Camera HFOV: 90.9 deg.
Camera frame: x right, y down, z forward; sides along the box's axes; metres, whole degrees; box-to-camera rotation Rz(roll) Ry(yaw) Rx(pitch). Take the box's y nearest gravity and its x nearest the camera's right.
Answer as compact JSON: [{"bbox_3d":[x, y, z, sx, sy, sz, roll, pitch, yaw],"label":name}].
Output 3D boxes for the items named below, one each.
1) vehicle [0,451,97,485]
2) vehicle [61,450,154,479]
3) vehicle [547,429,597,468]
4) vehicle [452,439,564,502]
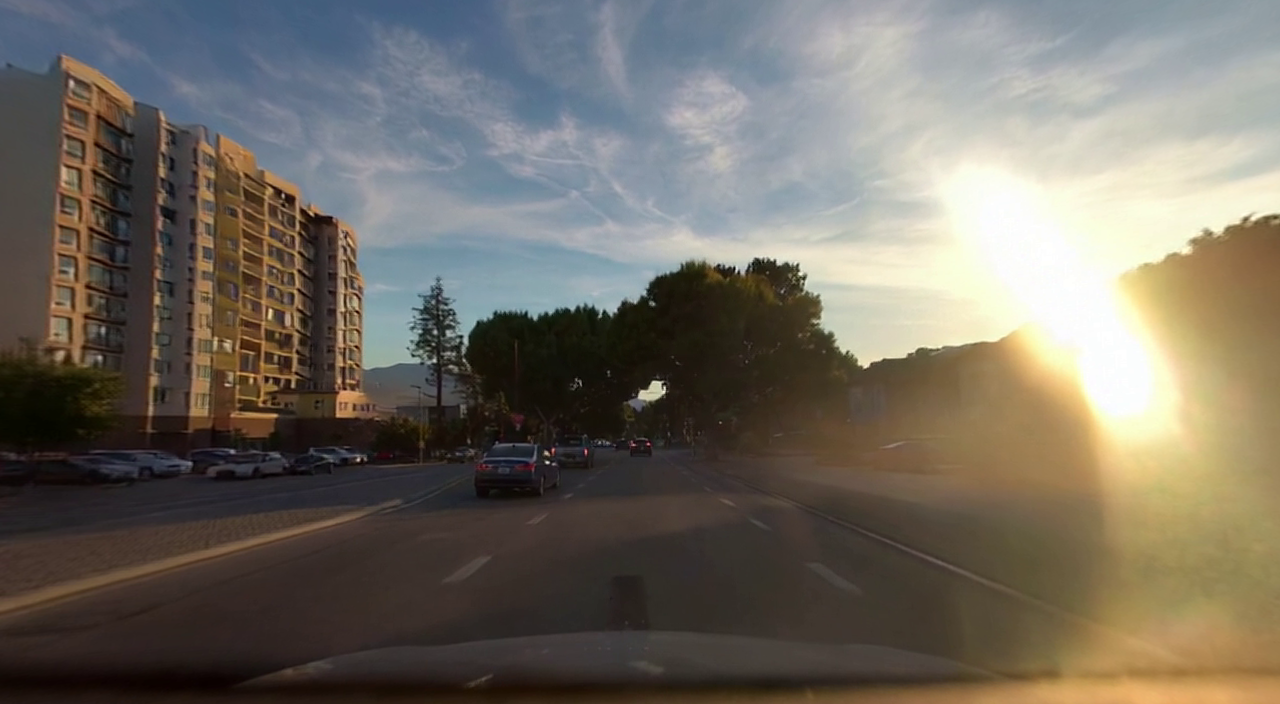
[{"bbox_3d":[-37.044,7.075,38.637,5.538,1.947,2.165,-1,-9,4],"label":"vehicle"},{"bbox_3d":[-37.148,7.834,44.061,4.402,1.868,2.071,0,-9,-4],"label":"vehicle"},{"bbox_3d":[-3.586,5.243,34.279,2.152,1.987,4.527,0,-9,1],"label":"vehicle"},{"bbox_3d":[-3.261,3.027,16.508,1.959,1.406,4.272,0,-9,0],"label":"vehicle"}]
